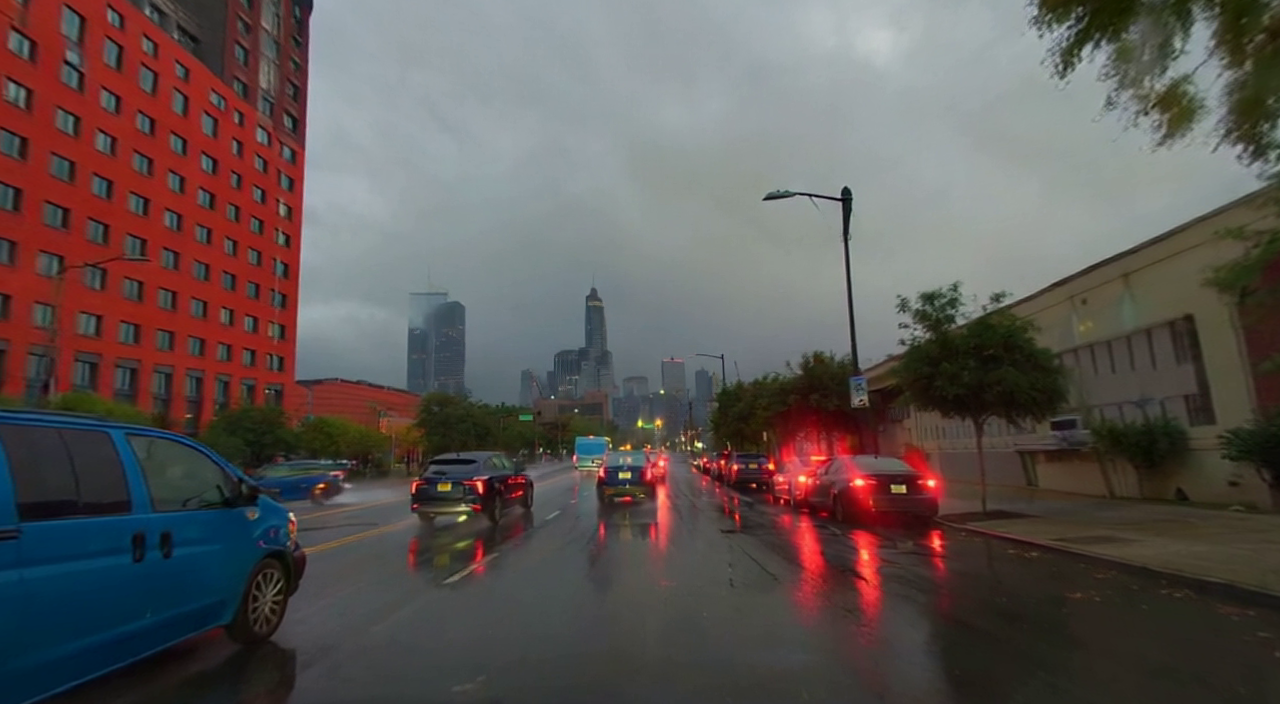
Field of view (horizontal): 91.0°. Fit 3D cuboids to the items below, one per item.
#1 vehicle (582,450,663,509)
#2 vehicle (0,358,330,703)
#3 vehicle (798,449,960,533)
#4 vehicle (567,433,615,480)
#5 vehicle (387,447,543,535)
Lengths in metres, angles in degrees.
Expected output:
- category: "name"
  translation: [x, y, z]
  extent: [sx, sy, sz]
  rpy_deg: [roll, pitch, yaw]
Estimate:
- category: "vehicle"
  translation: [-0.428, 3.737, 18.930]
  extent: [2.152, 1.518, 4.113]
  rpy_deg: [0, -9, 1]
- category: "vehicle"
  translation: [-3.731, 0.957, 2.905]
  extent: [2.140, 1.768, 4.685]
  rpy_deg: [0, -9, 1]
- category: "vehicle"
  translation: [4.898, 2.859, 13.592]
  extent: [1.832, 1.491, 4.054]
  rpy_deg: [1, -9, -1]
- category: "vehicle"
  translation: [-3.285, 7.210, 43.790]
  extent: [2.609, 2.932, 6.810]
  rpy_deg: [0, -9, 1]
- category: "vehicle"
  translation: [-3.505, 2.843, 13.595]
  extent: [1.995, 1.554, 4.426]
  rpy_deg: [0, -9, 1]
